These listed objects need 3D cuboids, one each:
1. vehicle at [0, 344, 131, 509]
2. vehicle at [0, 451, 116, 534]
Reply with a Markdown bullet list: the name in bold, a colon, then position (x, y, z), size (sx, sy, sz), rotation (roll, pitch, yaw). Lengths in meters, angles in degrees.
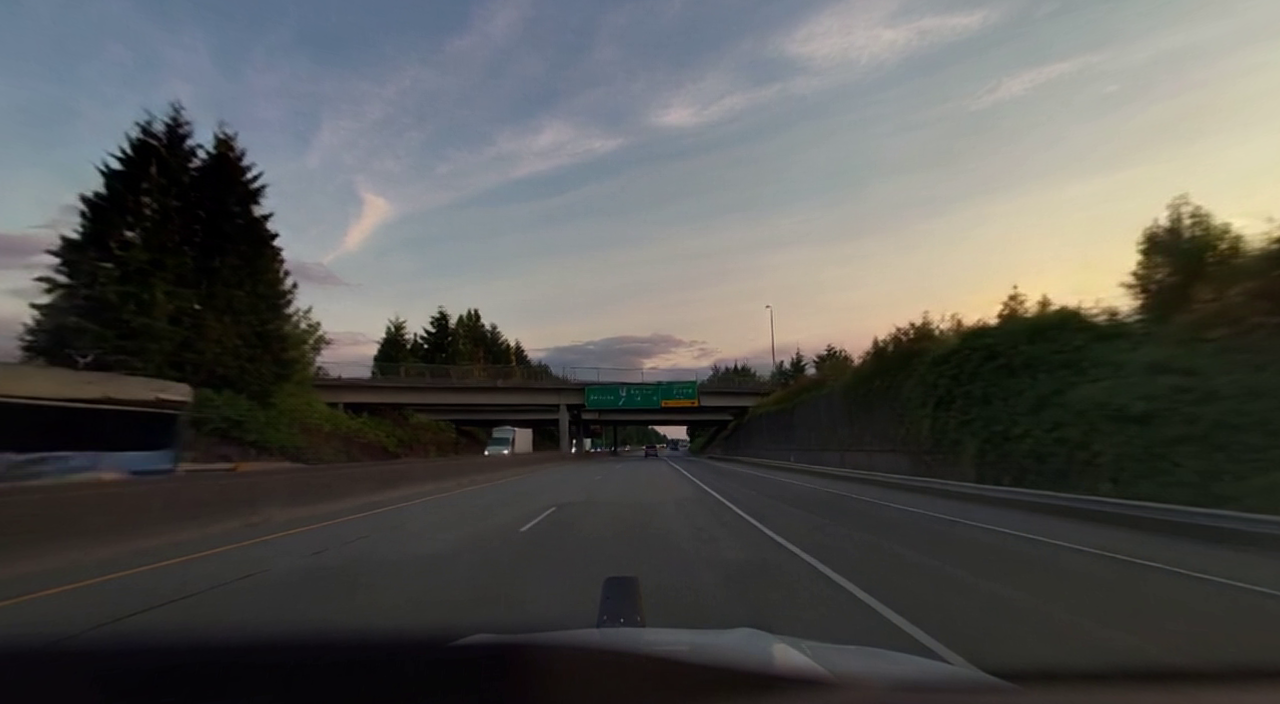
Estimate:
- **vehicle**: position (-17.145, 1.269, 11.774), size (2.886, 3.974, 14.639), rotation (0, -9, 1)
- **vehicle**: position (-12.543, 2.586, 11.624), size (1.800, 1.470, 4.577), rotation (0, -9, 0)
